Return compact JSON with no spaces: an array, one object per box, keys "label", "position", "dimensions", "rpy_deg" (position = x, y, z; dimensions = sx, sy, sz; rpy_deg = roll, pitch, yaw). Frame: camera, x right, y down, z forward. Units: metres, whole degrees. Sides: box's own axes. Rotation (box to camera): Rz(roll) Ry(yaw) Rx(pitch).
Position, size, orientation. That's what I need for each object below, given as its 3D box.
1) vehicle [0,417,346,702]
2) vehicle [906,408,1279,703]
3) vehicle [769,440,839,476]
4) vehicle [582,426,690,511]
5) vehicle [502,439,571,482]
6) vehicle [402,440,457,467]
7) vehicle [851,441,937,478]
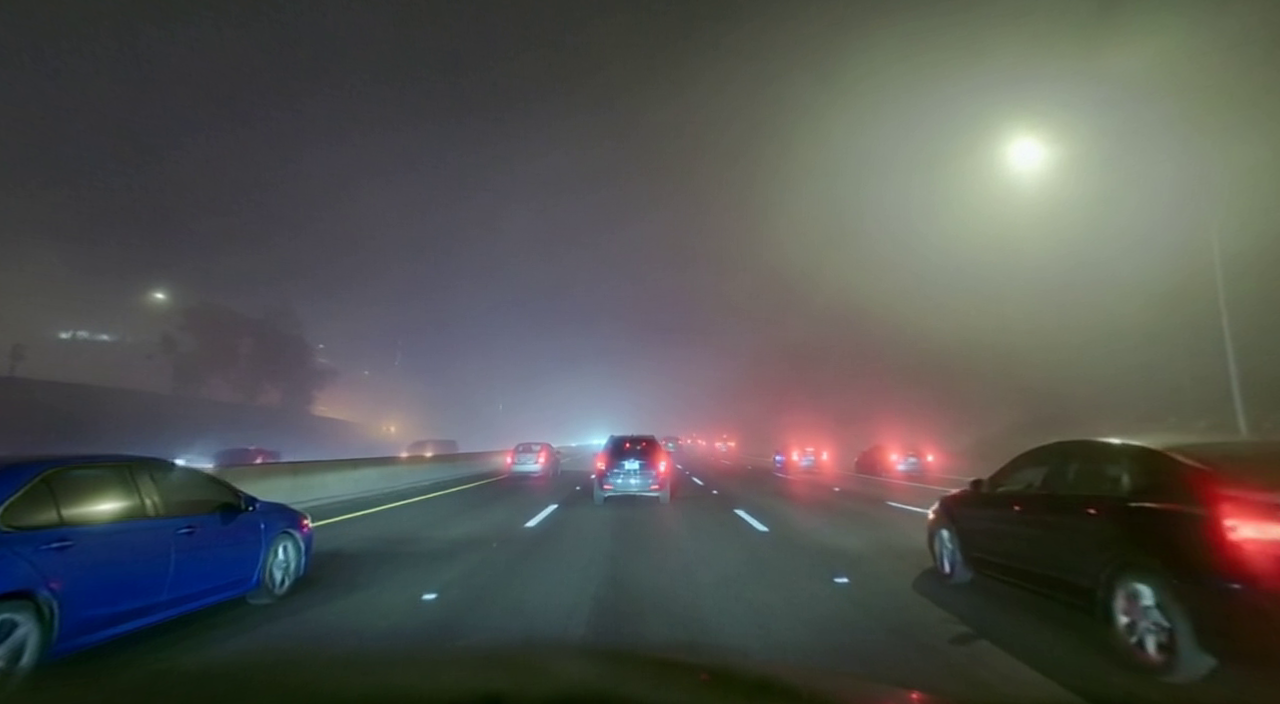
[{"label":"vehicle","position":[-4.324,1.310,4.808],"dimensions":[1.974,1.478,4.412],"rpy_deg":[0,-9,0]},{"label":"vehicle","position":[3.922,1.272,4.531],"dimensions":[2.031,1.492,4.577],"rpy_deg":[0,-9,0]},{"label":"vehicle","position":[7.681,5.015,29.995],"dimensions":[2.049,1.521,4.604],"rpy_deg":[0,-9,0]},{"label":"vehicle","position":[-0.064,2.672,14.814],"dimensions":[2.181,1.697,4.021],"rpy_deg":[0,-9,1]},{"label":"vehicle","position":[-3.996,4.255,24.994],"dimensions":[1.947,1.516,4.295],"rpy_deg":[0,-9,1]},{"label":"vehicle","position":[-14.413,6.991,43.366],"dimensions":[2.102,1.715,4.669],"rpy_deg":[0,-9,1]},{"label":"vehicle","position":[11.335,4.833,28.484],"dimensions":[2.008,1.516,4.385],"rpy_deg":[0,-9,0]}]
